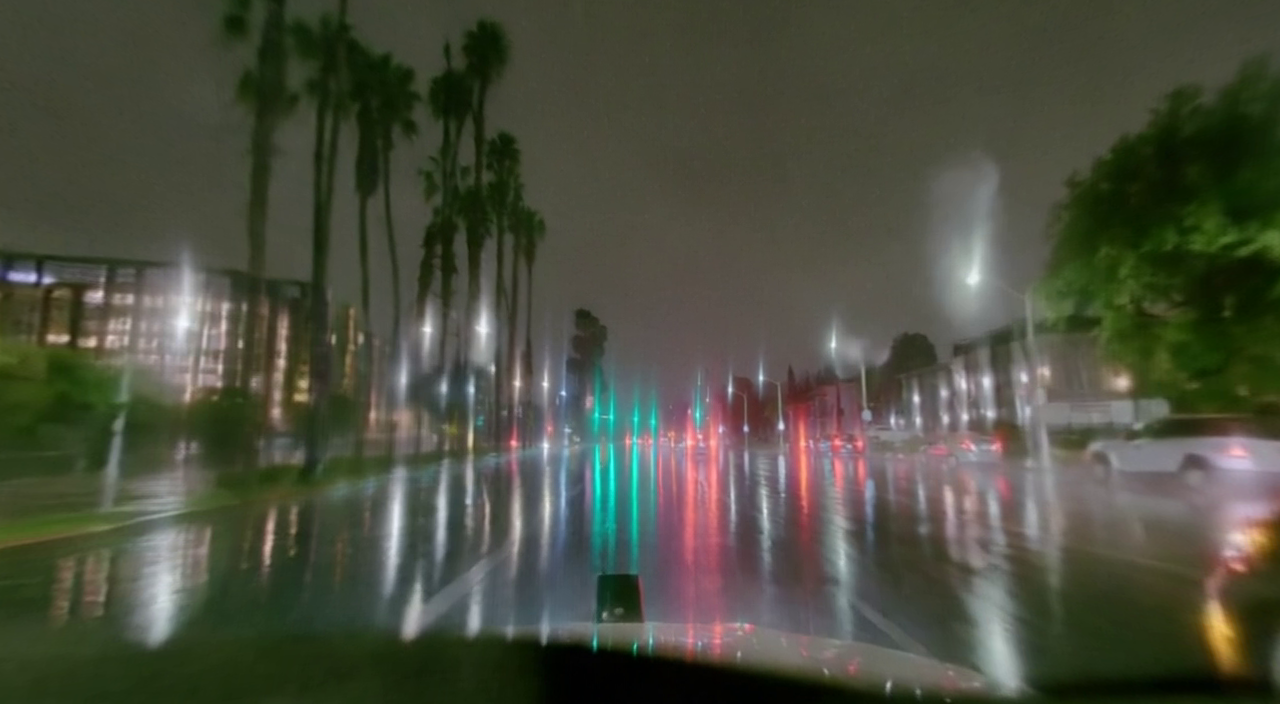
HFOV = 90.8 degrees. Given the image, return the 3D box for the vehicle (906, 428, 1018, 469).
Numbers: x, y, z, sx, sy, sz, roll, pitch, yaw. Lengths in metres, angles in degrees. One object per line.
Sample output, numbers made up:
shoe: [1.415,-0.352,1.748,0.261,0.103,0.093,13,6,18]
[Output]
vehicle: [13.715,4.156,27.328,2.009,1.600,4.960,0,-9,-4]

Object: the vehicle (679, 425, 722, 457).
vehicle: [3.748,5.655,39.950,2.104,1.910,4.693,0,-9,-2]

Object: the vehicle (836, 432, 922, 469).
vehicle: [10.395,4.329,27.888,1.871,1.465,4.395,0,-9,-4]

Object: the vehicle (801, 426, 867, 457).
vehicle: [12.658,5.925,41.648,2.157,1.937,5.386,0,-9,-5]

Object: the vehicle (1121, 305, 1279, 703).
vehicle: [3.558,0.473,0.711,2.219,1.795,4.718,0,-9,-1]
